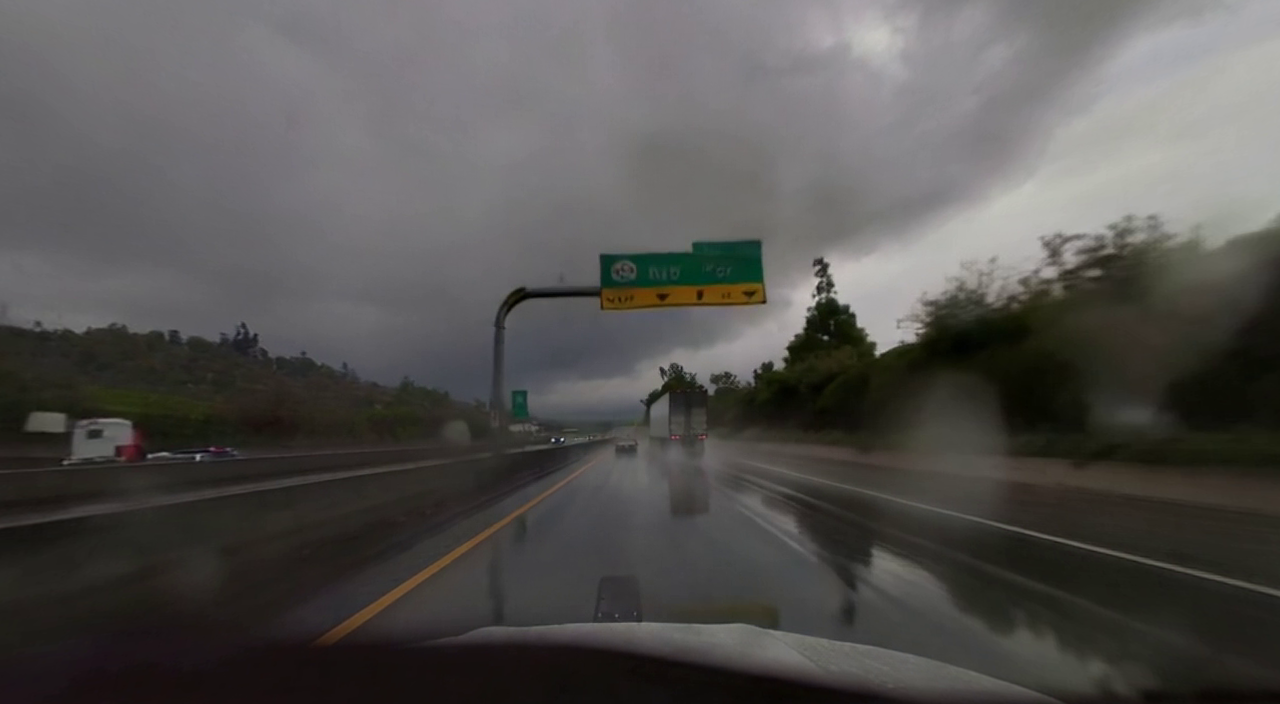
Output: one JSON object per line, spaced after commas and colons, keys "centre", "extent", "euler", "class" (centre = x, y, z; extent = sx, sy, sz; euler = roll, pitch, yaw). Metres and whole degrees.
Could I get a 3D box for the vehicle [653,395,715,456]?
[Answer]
{"centre": [3.087, 5.918, 49.848], "extent": [3.376, 4.017, 16.232], "euler": [0, -8, -1], "class": "vehicle"}
